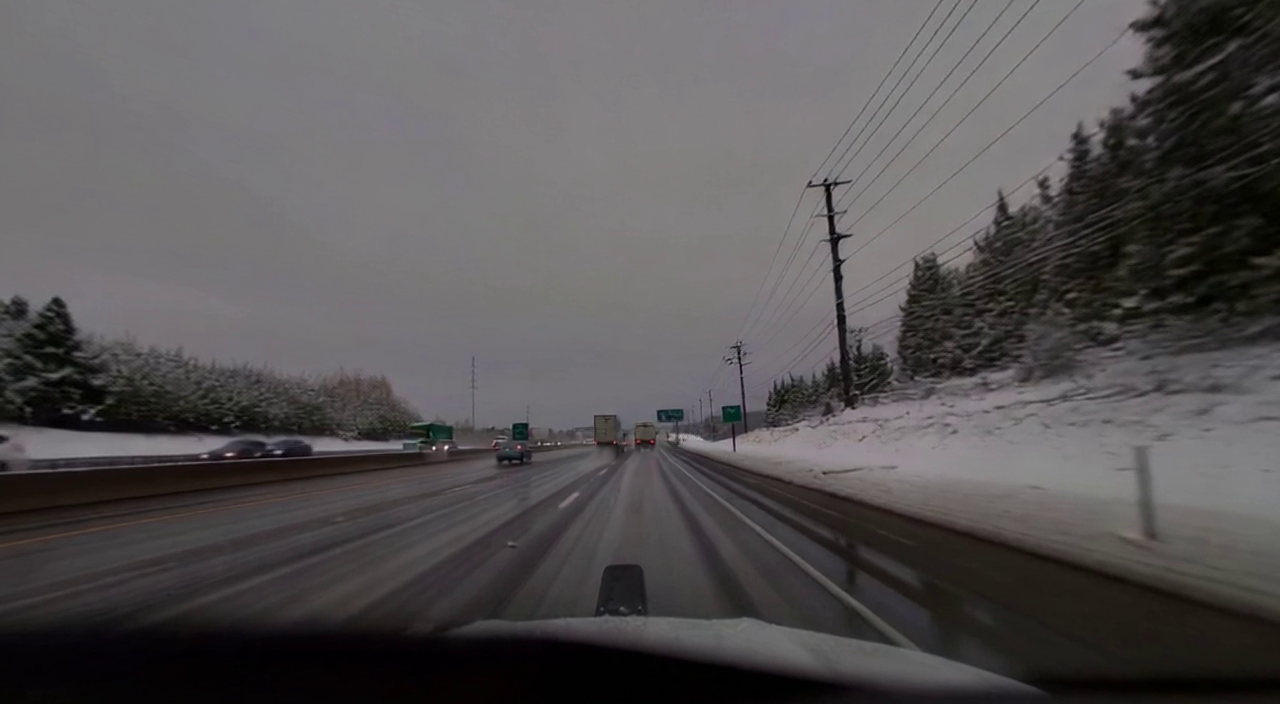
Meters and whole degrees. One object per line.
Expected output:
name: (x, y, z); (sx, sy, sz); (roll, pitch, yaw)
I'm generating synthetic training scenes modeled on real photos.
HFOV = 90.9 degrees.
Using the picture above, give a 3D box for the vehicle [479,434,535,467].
vehicle: (-7.556, 5.637, 36.296); (2.192, 1.762, 4.559); (0, -8, 1)

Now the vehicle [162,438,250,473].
vehicle: (-24.331, 5.797, 35.590); (1.870, 1.814, 4.313); (0, -8, 0)

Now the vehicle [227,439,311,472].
vehicle: (-18.706, 5.220, 32.035); (1.842, 1.522, 4.131); (0, -8, -2)
